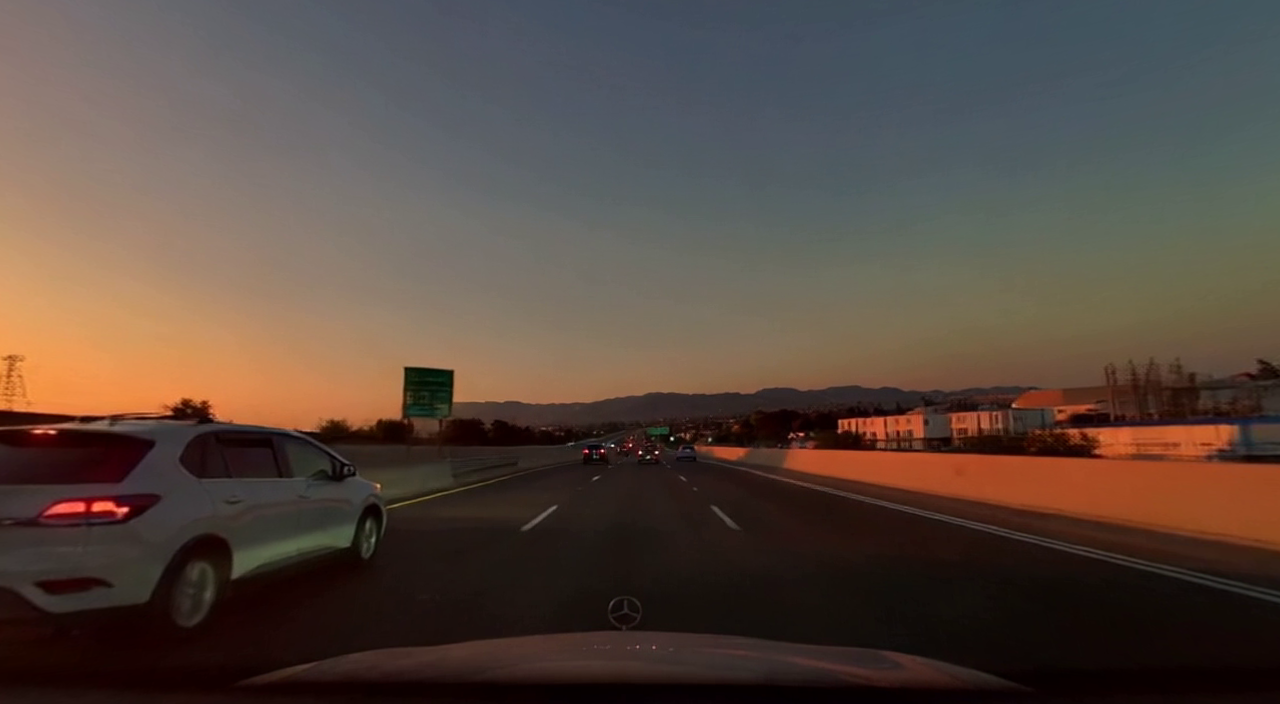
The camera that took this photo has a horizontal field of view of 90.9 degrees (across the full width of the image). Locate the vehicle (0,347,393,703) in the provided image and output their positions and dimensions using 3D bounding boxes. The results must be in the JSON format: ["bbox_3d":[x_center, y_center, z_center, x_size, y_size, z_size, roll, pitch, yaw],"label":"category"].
[{"bbox_3d":[-3.922,1.145,4.673,2.239,1.761,4.620,0,-8,1],"label":"vehicle"}]

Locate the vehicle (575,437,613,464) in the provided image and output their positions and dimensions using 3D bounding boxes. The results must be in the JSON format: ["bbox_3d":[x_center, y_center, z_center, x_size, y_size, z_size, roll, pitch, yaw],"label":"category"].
[{"bbox_3d":[-3.470,7.579,48.646,2.403,1.946,5.623,0,-8,1],"label":"vehicle"}]

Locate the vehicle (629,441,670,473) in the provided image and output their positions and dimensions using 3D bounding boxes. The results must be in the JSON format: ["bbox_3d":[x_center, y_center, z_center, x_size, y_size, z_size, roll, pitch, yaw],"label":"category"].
[{"bbox_3d":[0.451,5.388,32.598,2.000,1.558,3.945,0,-8,0],"label":"vehicle"}]
